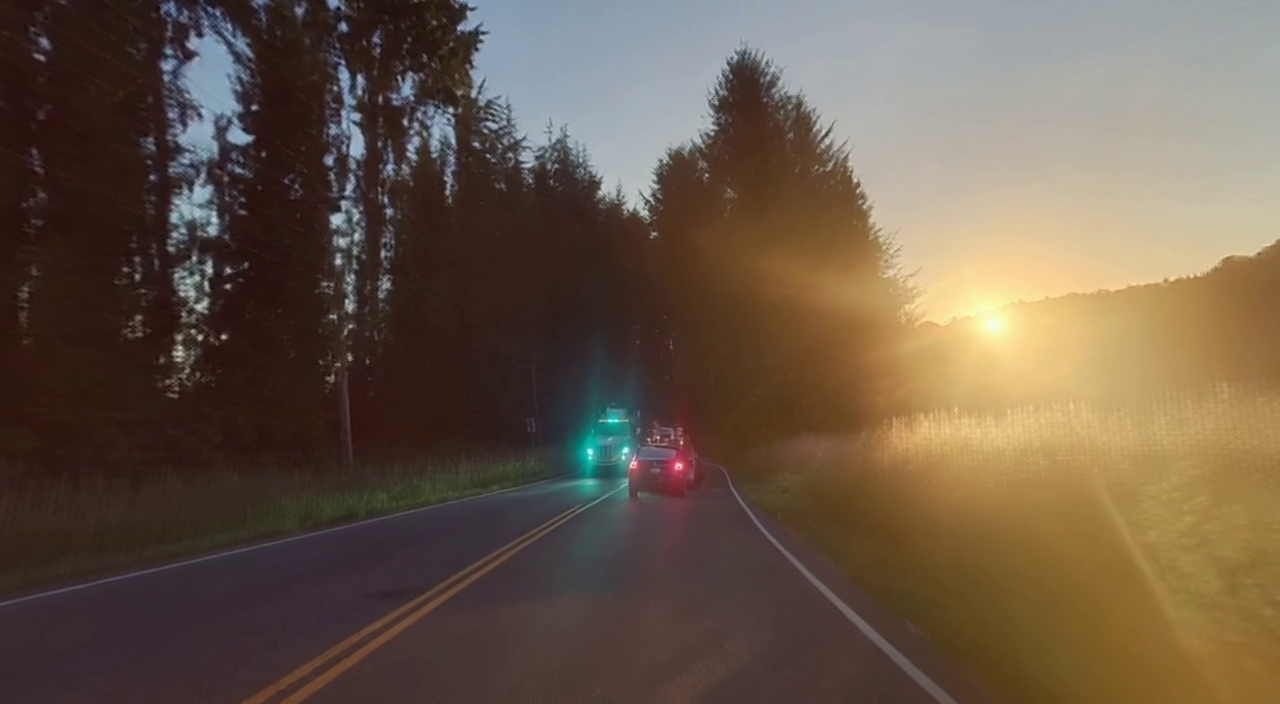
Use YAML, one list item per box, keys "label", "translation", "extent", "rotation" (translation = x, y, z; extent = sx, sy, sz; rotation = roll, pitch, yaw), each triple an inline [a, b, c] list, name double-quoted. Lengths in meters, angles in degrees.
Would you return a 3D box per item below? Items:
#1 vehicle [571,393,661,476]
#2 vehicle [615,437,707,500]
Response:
- label: "vehicle"
  translation: [-1.583, 5.110, 37.886]
  extent: [4.788, 4.368, 6.529]
  rotation: [3, -11, -5]
- label: "vehicle"
  translation: [0.625, 3.106, 17.226]
  extent: [2.196, 1.465, 4.294]
  rotation: [-1, -9, 4]
